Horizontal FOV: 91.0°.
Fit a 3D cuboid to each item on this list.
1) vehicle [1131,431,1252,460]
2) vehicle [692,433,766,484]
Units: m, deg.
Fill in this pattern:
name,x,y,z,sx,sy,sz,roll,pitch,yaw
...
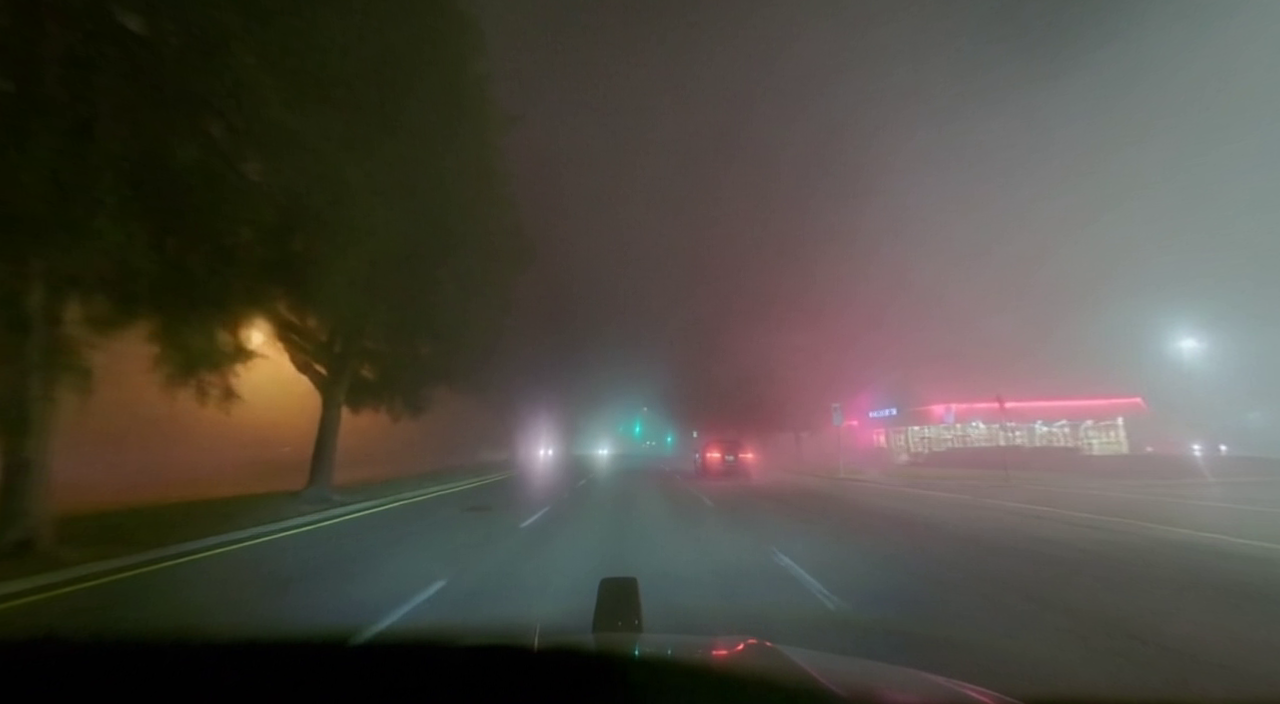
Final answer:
name,x,y,z,sx,sy,sz,roll,pitch,yaw
vehicle,28.151,4.791,32.309,4.089,1.389,2.050,-2,-8,17
vehicle,3.243,4.006,23.957,2.083,1.743,4.354,0,-8,-1
